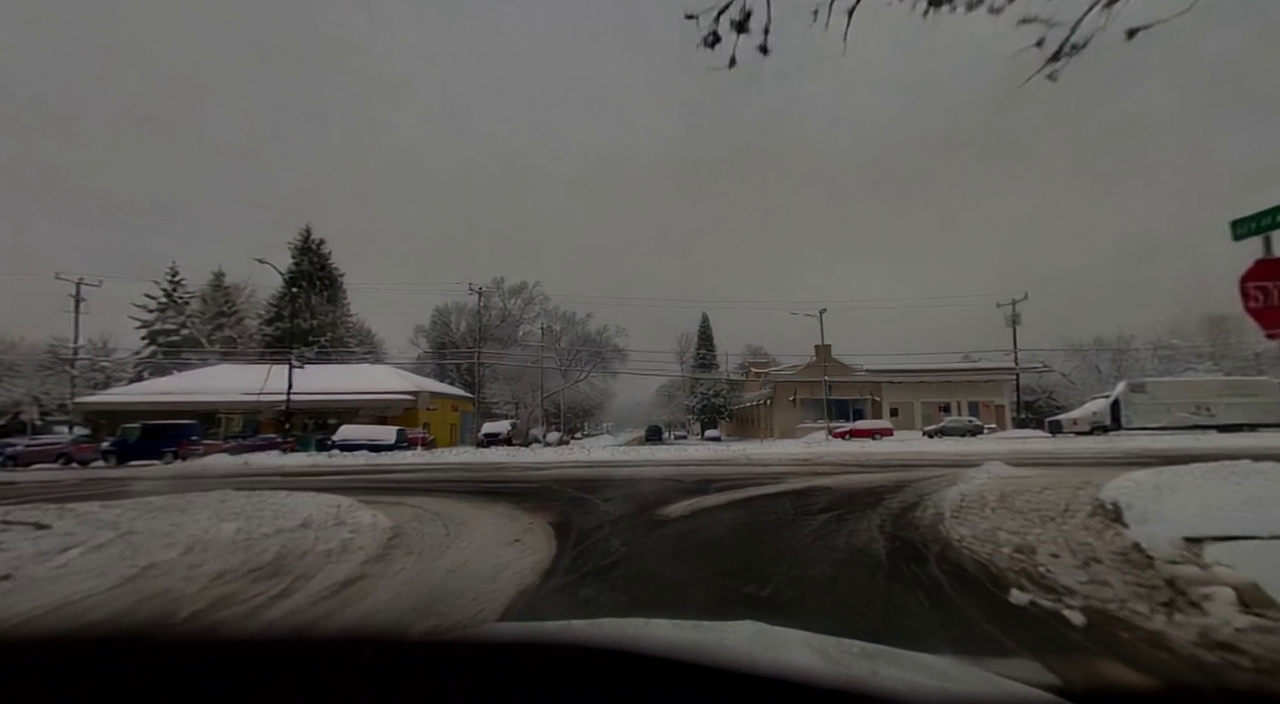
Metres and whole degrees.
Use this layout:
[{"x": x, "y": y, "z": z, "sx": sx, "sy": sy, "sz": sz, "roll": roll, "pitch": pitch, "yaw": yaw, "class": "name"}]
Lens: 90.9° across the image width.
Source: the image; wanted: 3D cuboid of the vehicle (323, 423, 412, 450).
[{"x": -16.643, "y": 5.233, "z": 38.699, "sx": 2.010, "sy": 1.583, "sz": 4.582, "roll": -6, "pitch": -11, "yaw": 35, "class": "vehicle"}]

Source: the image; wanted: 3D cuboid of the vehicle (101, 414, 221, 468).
[{"x": -21.066, "y": 3.961, "z": 27.845, "sx": 3.506, "sy": 2.261, "sz": 2.158, "roll": -1, "pitch": -9, "yaw": 7, "class": "vehicle"}]

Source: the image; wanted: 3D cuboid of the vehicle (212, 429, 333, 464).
[{"x": -15.849, "y": 4.110, "z": 27.299, "sx": 4.233, "sy": 1.432, "sz": 1.755, "roll": -1, "pitch": -9, "yaw": 7, "class": "vehicle"}]

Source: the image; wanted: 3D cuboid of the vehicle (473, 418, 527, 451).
[{"x": -7.682, "y": 4.652, "z": 35.075, "sx": 2.156, "sy": 1.620, "sz": 4.945, "roll": 3, "pitch": -9, "yaw": -4, "class": "vehicle"}]

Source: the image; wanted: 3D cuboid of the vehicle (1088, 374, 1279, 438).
[{"x": 34.227, "y": 3.386, "z": 39.038, "sx": 10.986, "sy": 3.604, "sz": 2.707, "roll": -1, "pitch": -8, "yaw": -4, "class": "vehicle"}]

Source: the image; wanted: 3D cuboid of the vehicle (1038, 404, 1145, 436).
[{"x": 30.140, "y": 4.575, "z": 42.193, "sx": 5.277, "sy": 2.032, "sz": 2.408, "roll": 0, "pitch": -7, "yaw": -1, "class": "vehicle"}]

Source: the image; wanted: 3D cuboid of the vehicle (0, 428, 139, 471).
[{"x": -25.585, "y": 4.391, "z": 28.350, "sx": 4.696, "sy": 1.801, "sz": 1.948, "roll": -1, "pitch": -9, "yaw": 9, "class": "vehicle"}]
